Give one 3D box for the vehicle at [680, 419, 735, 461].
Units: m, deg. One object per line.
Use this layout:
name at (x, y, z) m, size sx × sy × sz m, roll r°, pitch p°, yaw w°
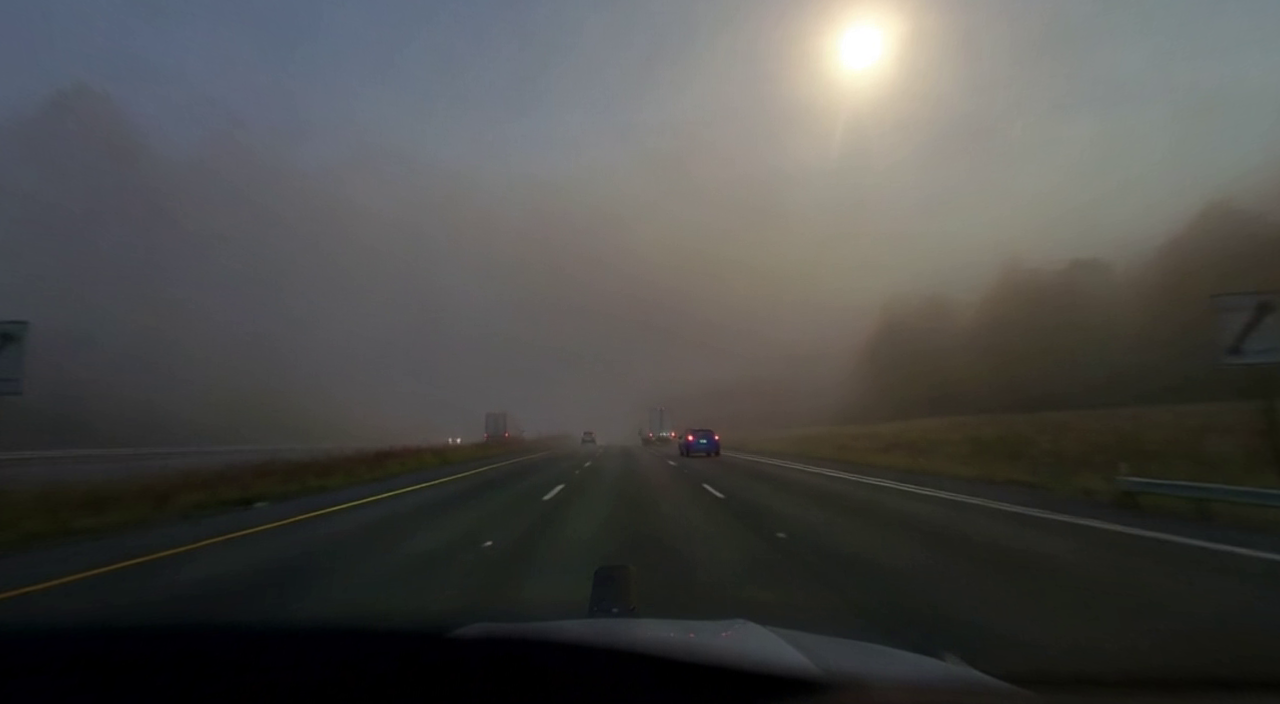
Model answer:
vehicle at (3.226, 4.347, 31.135) m, size 2.076 × 1.914 × 4.287 m, roll 0°, pitch -8°, yaw -2°
